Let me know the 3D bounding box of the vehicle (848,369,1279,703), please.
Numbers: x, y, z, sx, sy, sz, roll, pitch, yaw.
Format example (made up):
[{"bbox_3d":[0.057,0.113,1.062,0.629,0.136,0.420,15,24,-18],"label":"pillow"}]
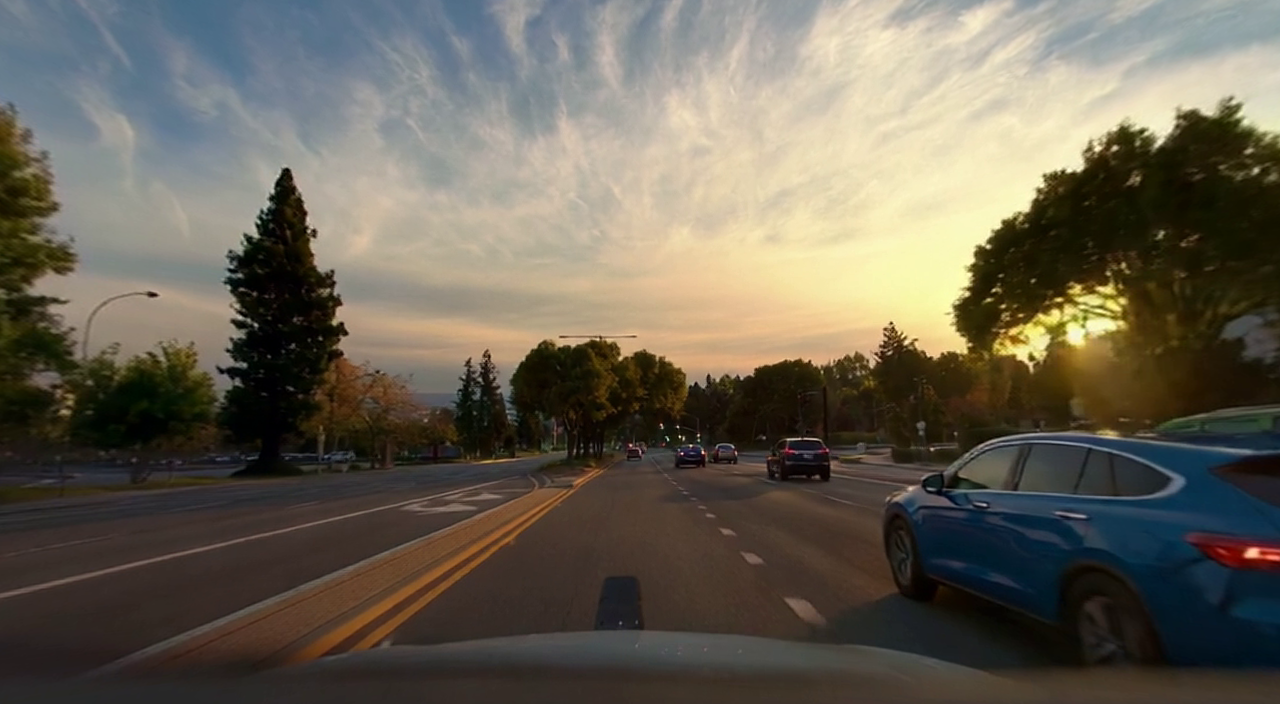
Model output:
[{"bbox_3d":[3.132,1.086,3.851,1.932,1.547,4.992,0,-8,-1],"label":"vehicle"}]

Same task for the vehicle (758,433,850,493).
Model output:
[{"bbox_3d":[5.104,3.496,20.183,2.075,1.698,4.142,-1,-8,4],"label":"vehicle"}]

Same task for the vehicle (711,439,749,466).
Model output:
[{"bbox_3d":[6.394,7.156,44.968,1.919,1.774,4.720,0,-8,-1],"label":"vehicle"}]

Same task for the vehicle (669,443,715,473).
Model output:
[{"bbox_3d":[2.682,5.567,33.387,1.980,1.484,4.093,0,-8,-1],"label":"vehicle"}]
